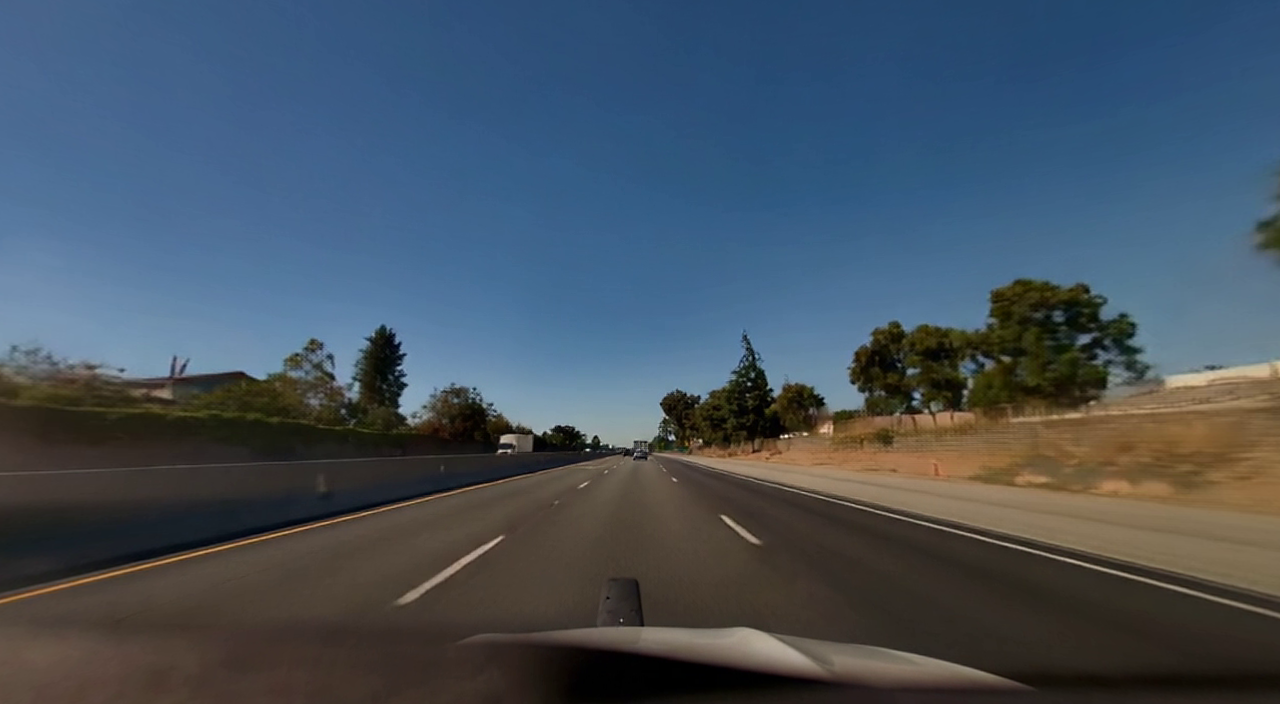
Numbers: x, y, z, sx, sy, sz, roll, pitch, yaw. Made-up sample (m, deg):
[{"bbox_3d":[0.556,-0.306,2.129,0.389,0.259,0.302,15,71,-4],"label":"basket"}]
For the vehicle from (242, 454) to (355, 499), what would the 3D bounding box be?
[{"bbox_3d":[-12.211,4.455,22.886,1.788,1.425,4.096,0,-9,0],"label":"vehicle"}]
